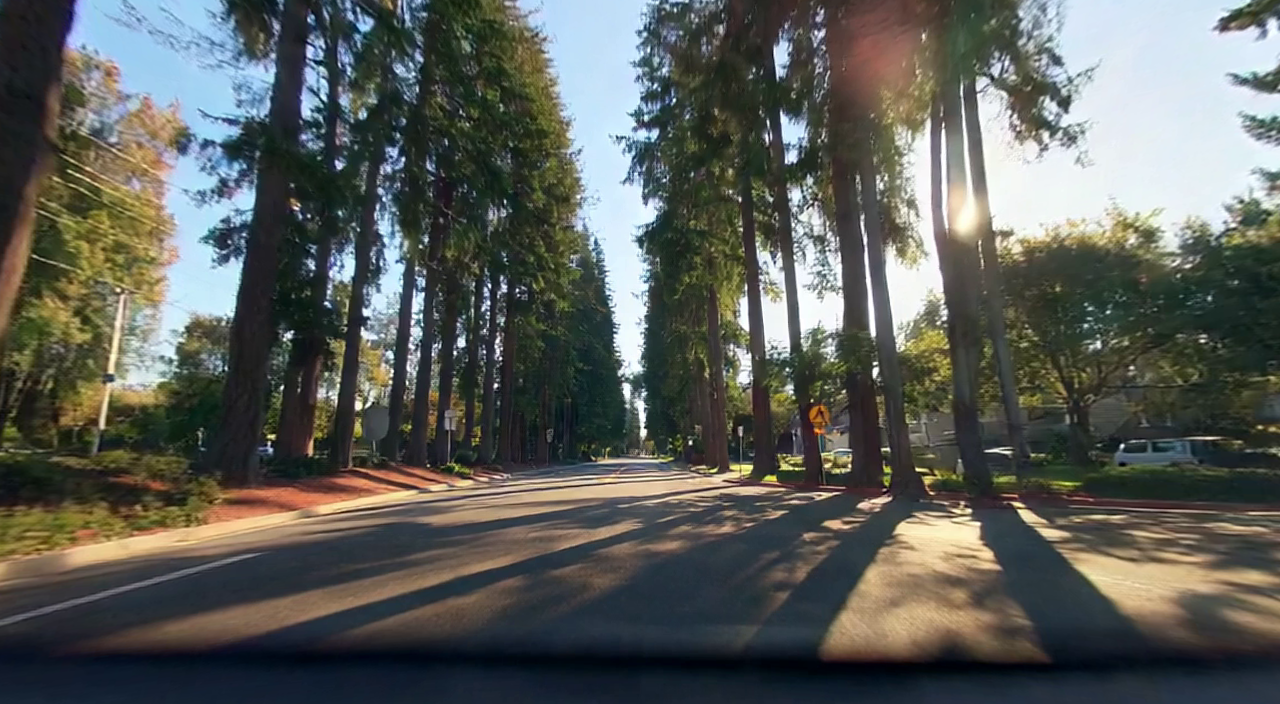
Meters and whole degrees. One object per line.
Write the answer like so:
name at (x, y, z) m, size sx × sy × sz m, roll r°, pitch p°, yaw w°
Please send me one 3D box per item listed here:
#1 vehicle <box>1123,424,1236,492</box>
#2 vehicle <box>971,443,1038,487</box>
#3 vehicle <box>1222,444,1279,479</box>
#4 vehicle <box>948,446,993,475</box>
vehicle at (19.547, 3.806, 23.099) m, size 2.187 × 2.012 × 4.806 m, roll -9°, pitch -8°, yaw 31°
vehicle at (14.931, 4.527, 25.686) m, size 2.063 × 1.588 × 4.759 m, roll -5°, pitch -10°, yaw 32°
vehicle at (31.584, 5.495, 31.933) m, size 1.913 × 1.622 × 4.482 m, roll -5°, pitch -10°, yaw 29°
vehicle at (20.256, 6.577, 38.530) m, size 1.958 × 1.644 × 4.527 m, roll -5°, pitch -10°, yaw 32°
